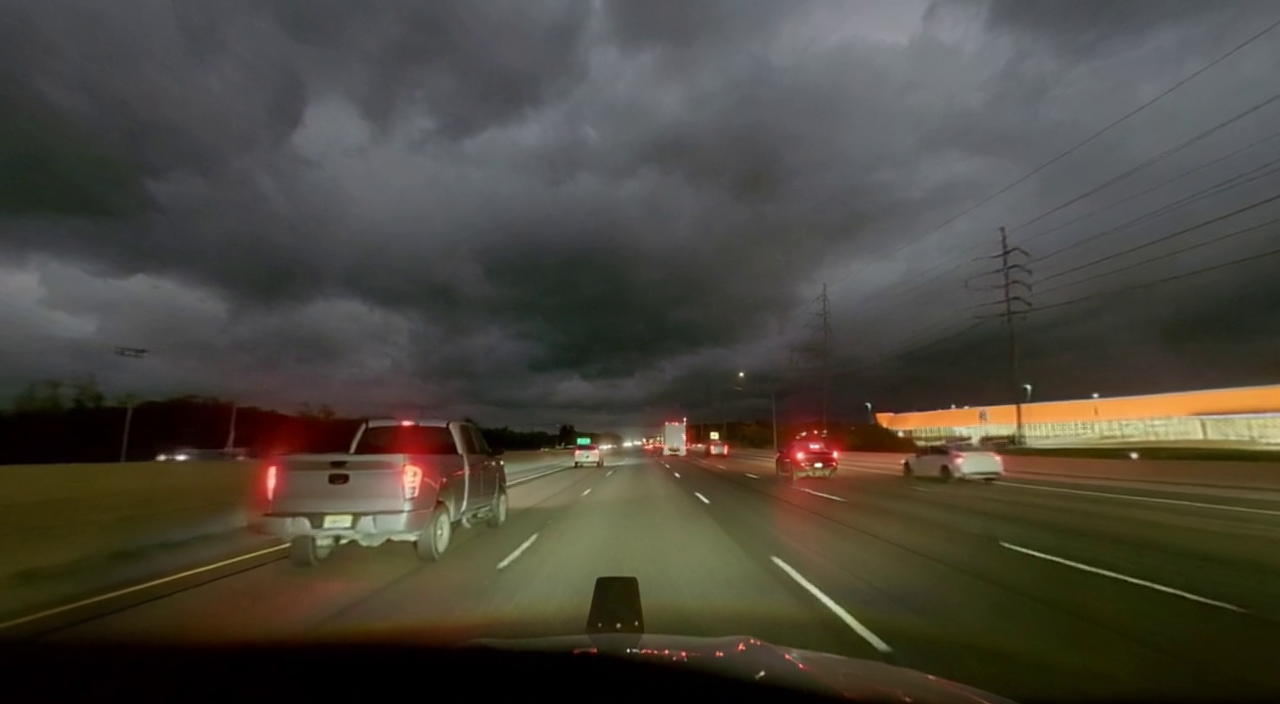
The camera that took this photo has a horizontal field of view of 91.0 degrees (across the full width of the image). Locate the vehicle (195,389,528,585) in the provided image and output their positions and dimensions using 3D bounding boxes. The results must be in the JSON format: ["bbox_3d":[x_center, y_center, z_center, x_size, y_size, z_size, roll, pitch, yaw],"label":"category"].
[{"bbox_3d":[-2.988,1.590,8.179,2.130,1.799,4.583,0,-9,1],"label":"vehicle"}]

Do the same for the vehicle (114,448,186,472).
[{"bbox_3d":[-32.631,7.173,42.094,1.655,1.481,3.729,0,-9,3],"label":"vehicle"}]

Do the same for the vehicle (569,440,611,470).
[{"bbox_3d":[-2.698,5.689,34.900,1.929,1.521,4.097,0,-9,1],"label":"vehicle"}]

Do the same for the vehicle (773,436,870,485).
[{"bbox_3d":[6.106,3.722,21.823,1.980,1.501,4.433,0,-9,-1],"label":"vehicle"}]

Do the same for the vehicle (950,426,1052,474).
[{"bbox_3d":[25.931,7.148,45.601,2.893,3.189,6.320,2,-9,-8],"label":"vehicle"}]
